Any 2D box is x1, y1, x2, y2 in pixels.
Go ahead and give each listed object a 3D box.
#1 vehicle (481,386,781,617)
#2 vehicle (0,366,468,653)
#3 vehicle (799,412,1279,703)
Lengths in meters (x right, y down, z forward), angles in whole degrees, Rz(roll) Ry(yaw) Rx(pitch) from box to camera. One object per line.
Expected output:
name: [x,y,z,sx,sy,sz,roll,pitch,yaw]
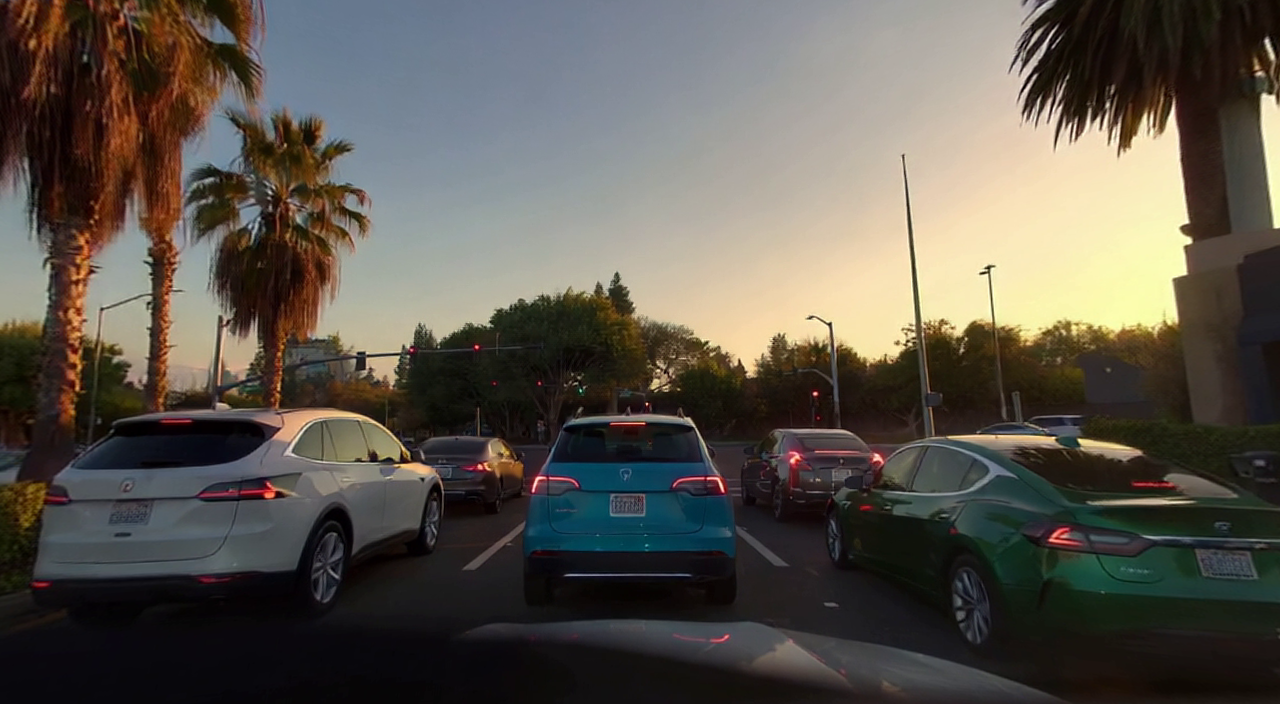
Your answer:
vehicle: [-0.127,1.459,7.071,2.280,1.747,4.361,0,-8,-2]
vehicle: [-3.344,1.283,6.134,2.014,1.755,4.360,0,-8,1]
vehicle: [2.967,1.370,5.263,2.017,1.491,4.611,0,-8,-1]
